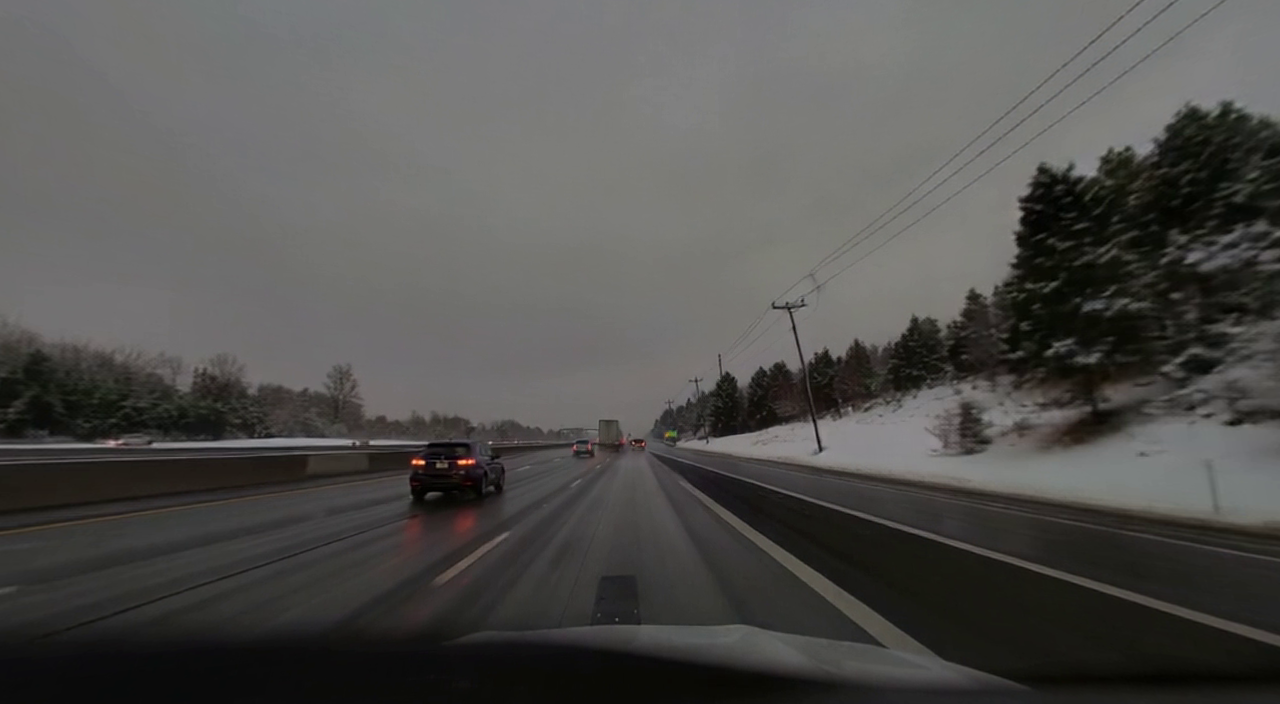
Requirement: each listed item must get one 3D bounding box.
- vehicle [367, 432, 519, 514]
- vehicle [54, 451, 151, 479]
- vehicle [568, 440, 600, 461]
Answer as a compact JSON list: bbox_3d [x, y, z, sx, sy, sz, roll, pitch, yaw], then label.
[{"bbox_3d":[-4.121,2.610,14.116,1.963,1.533,4.477,0,-9,0],"label":"vehicle"},{"bbox_3d":[-29.891,6.261,35.295,1.916,1.471,3.905,0,-9,1],"label":"vehicle"},{"bbox_3d":[-4.136,7.339,47.163,2.038,1.533,4.103,0,-9,-1],"label":"vehicle"}]
